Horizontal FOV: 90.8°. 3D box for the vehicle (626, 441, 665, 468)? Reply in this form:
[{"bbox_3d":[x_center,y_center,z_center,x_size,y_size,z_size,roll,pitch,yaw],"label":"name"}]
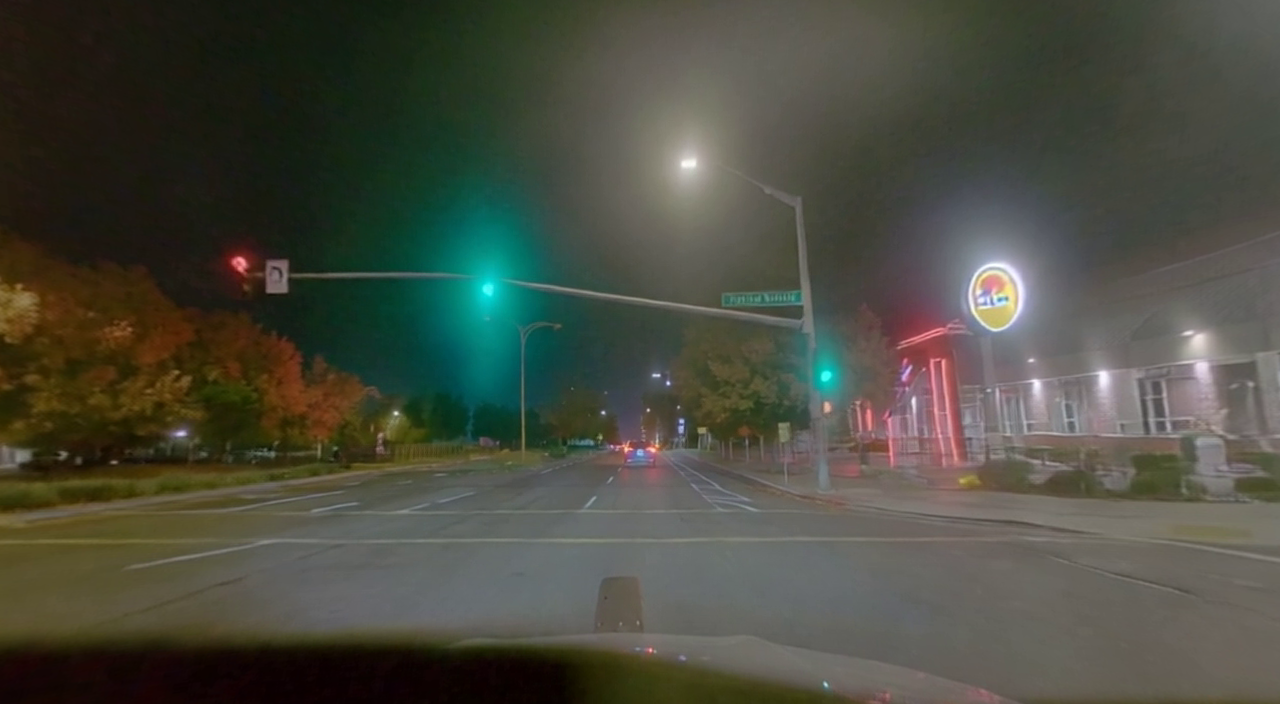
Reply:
[{"bbox_3d":[0.328,5.944,36.689,2.115,1.461,3.976,0,-8,1],"label":"vehicle"}]
